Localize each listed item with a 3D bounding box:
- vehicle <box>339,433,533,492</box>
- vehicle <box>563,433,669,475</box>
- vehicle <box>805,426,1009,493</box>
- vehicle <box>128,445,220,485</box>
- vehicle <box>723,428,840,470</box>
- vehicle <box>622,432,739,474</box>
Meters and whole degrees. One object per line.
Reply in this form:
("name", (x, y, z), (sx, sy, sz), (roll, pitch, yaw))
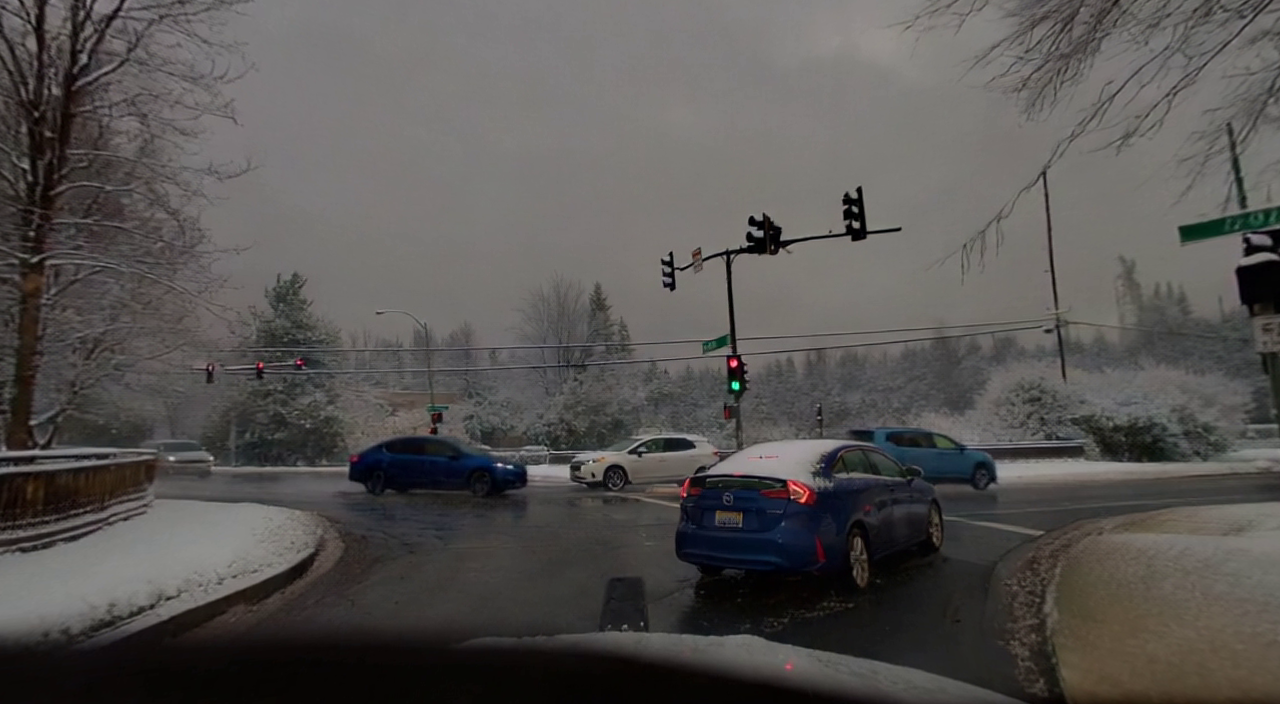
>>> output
("vehicle", (-5.639, 3.038, 17.592), (4.826, 1.484, 2.000), (-3, -9, 17))
("vehicle", (-1.067, 4.581, 28.515), (4.360, 1.749, 1.895), (4, -10, -29))
("vehicle", (8.049, 3.205, 19.143), (5.332, 1.807, 2.450), (3, -9, -19))
("vehicle", (-18.705, 4.452, 25.223), (4.589, 1.462, 1.953), (-8, -11, 42))
("vehicle", (7.342, 5.051, 32.580), (5.791, 1.964, 2.199), (6, -10, -27))
("vehicle", (1.673, 4.148, 26.087), (4.483, 1.589, 1.852), (4, -9, -26))
